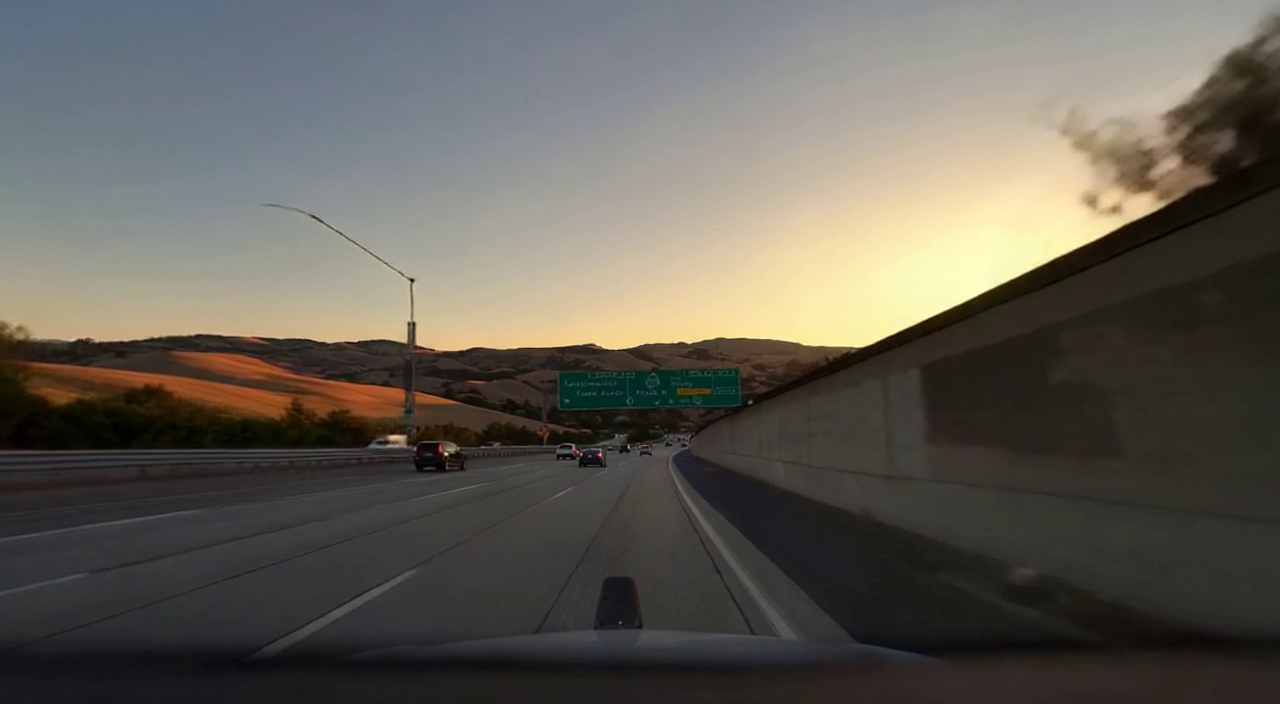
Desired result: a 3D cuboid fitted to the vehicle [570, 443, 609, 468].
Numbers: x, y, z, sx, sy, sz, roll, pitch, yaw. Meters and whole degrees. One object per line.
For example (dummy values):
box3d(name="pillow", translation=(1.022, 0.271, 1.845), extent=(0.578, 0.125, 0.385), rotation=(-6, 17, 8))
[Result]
box3d(name="vehicle", translation=(-3.068, 6.444, 39.446), extent=(1.931, 1.492, 4.076), rotation=(0, -8, 2))

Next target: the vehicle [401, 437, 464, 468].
box3d(name="vehicle", translation=(-12.681, 6.173, 38.987), extent=(2.076, 1.766, 4.831), rotation=(0, -8, 2))
